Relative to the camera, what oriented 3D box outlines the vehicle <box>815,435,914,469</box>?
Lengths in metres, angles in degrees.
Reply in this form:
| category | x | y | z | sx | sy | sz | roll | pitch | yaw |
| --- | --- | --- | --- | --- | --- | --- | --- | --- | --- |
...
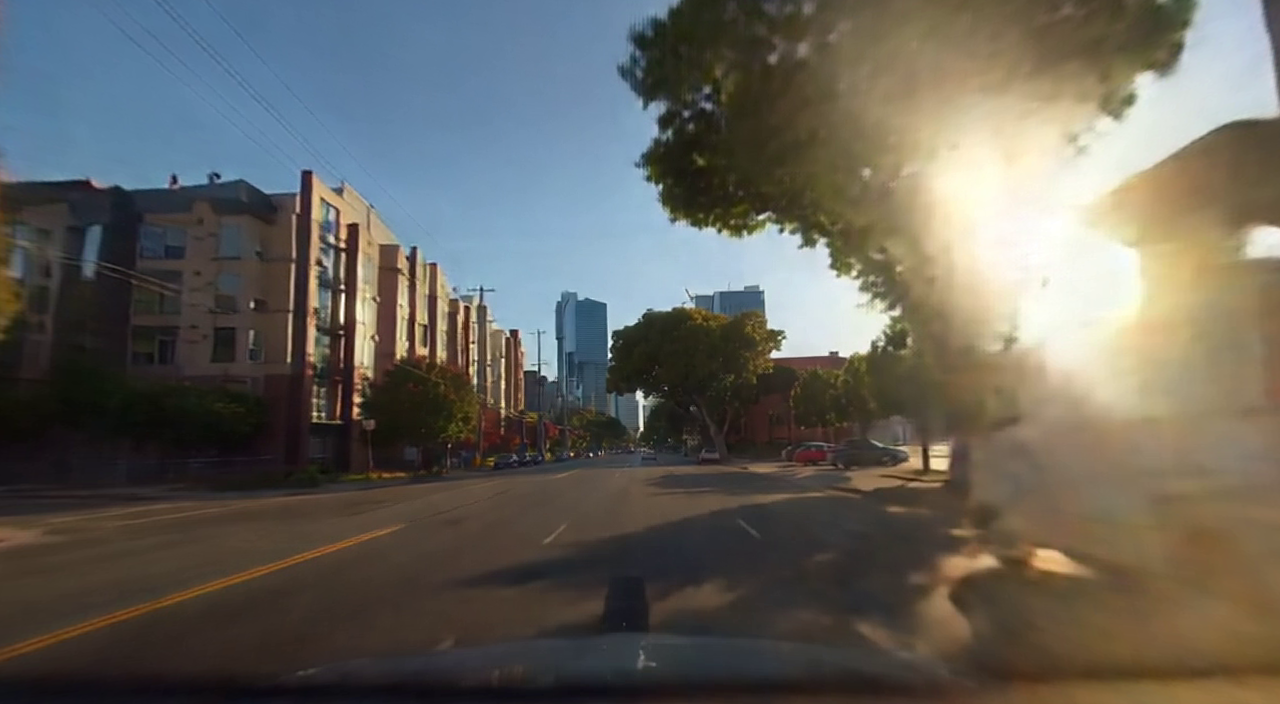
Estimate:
| category | x | y | z | sx | sy | sz | roll | pitch | yaw |
| --- | --- | --- | --- | --- | --- | --- | --- | --- | --- |
| vehicle | 13.157 | 5.905 | 37.037 | 5.015 | 1.934 | 2.150 | -1 | -9 | 2 |
